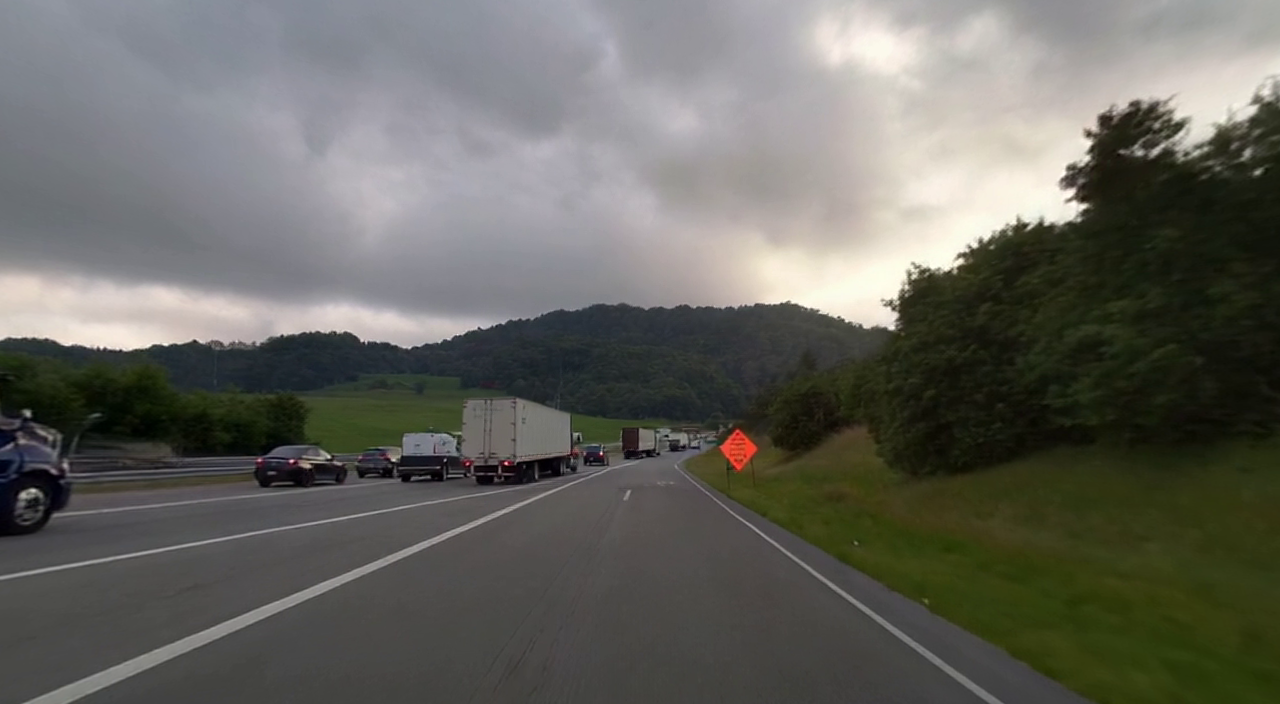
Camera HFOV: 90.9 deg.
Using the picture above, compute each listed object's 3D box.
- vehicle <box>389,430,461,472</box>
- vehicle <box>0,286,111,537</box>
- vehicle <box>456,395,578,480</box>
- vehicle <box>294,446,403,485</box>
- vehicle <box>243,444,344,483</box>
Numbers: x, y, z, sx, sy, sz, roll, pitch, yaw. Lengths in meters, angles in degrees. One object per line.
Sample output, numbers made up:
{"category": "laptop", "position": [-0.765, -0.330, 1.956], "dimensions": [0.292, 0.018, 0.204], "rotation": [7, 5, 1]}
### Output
{"category": "vehicle", "position": [-14.253, 6.644, 42.138], "dimensions": [2.264, 2.596, 5.494], "rotation": [-1, -9, 7]}
{"category": "vehicle", "position": [-11.285, 0.714, 8.321], "dimensions": [2.960, 3.757, 5.799], "rotation": [-1, -9, 7]}
{"category": "vehicle", "position": [-6.642, 5.219, 37.599], "dimensions": [2.848, 4.067, 14.314], "rotation": [-1, -9, 7]}
{"category": "vehicle", "position": [-12.442, 4.873, 27.337], "dimensions": [1.925, 1.493, 4.864], "rotation": [-2, -9, 8]}
{"category": "vehicle", "position": [-16.124, 5.182, 29.579], "dimensions": [1.943, 1.662, 4.283], "rotation": [-1, -9, 6]}
